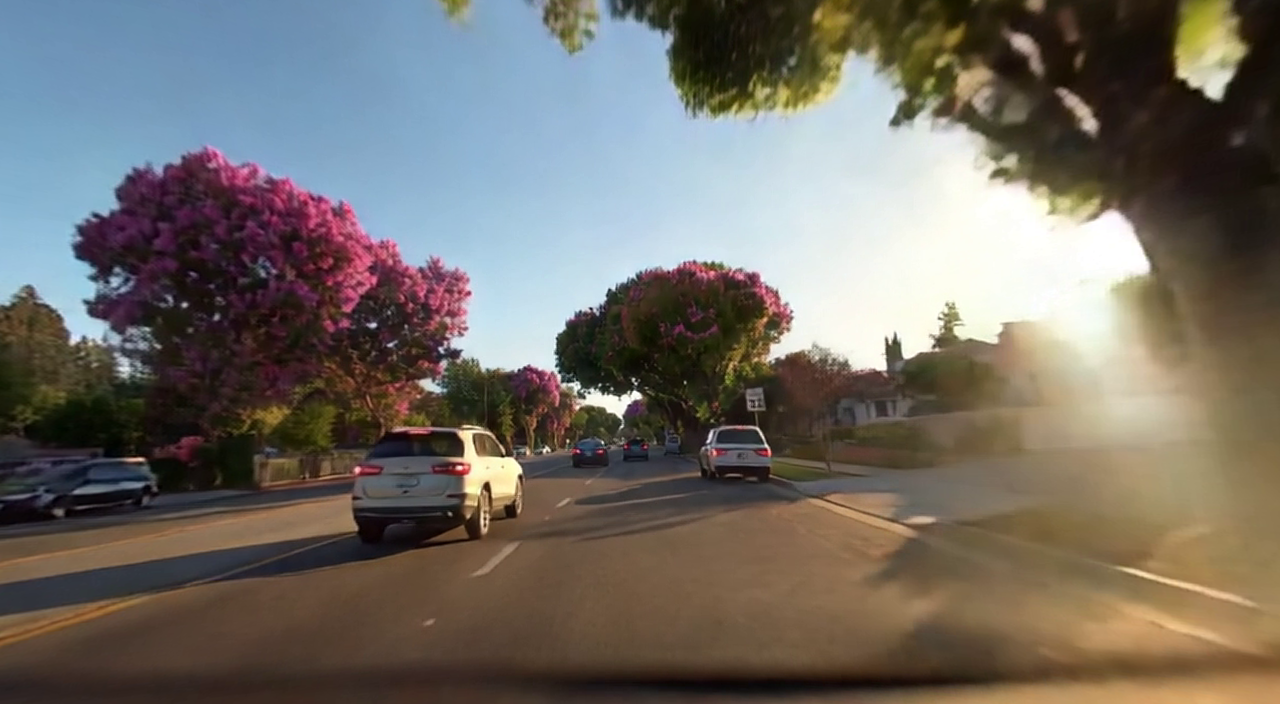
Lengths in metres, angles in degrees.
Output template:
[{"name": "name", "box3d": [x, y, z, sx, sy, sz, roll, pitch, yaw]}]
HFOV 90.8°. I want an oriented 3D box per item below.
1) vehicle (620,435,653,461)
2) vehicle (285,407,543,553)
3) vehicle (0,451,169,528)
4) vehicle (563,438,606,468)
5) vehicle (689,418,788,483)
[{"name": "vehicle", "box3d": [-0.274, 7.125, 46.761, 2.376, 1.801, 4.317, 0, -8, 0]}, {"name": "vehicle", "box3d": [-3.145, 1.924, 10.265, 2.257, 1.751, 5.028, 0, -8, 1]}, {"name": "vehicle", "box3d": [-16.265, 3.874, 18.297, 1.955, 1.698, 4.443, -4, -7, -1]}, {"name": "vehicle", "box3d": [-3.224, 5.908, 37.227, 2.167, 1.634, 4.220, 0, -8, 0]}, {"name": "vehicle", "box3d": [3.329, 3.497, 22.645, 2.653, 2.058, 5.096, 0, -8, -1]}]
